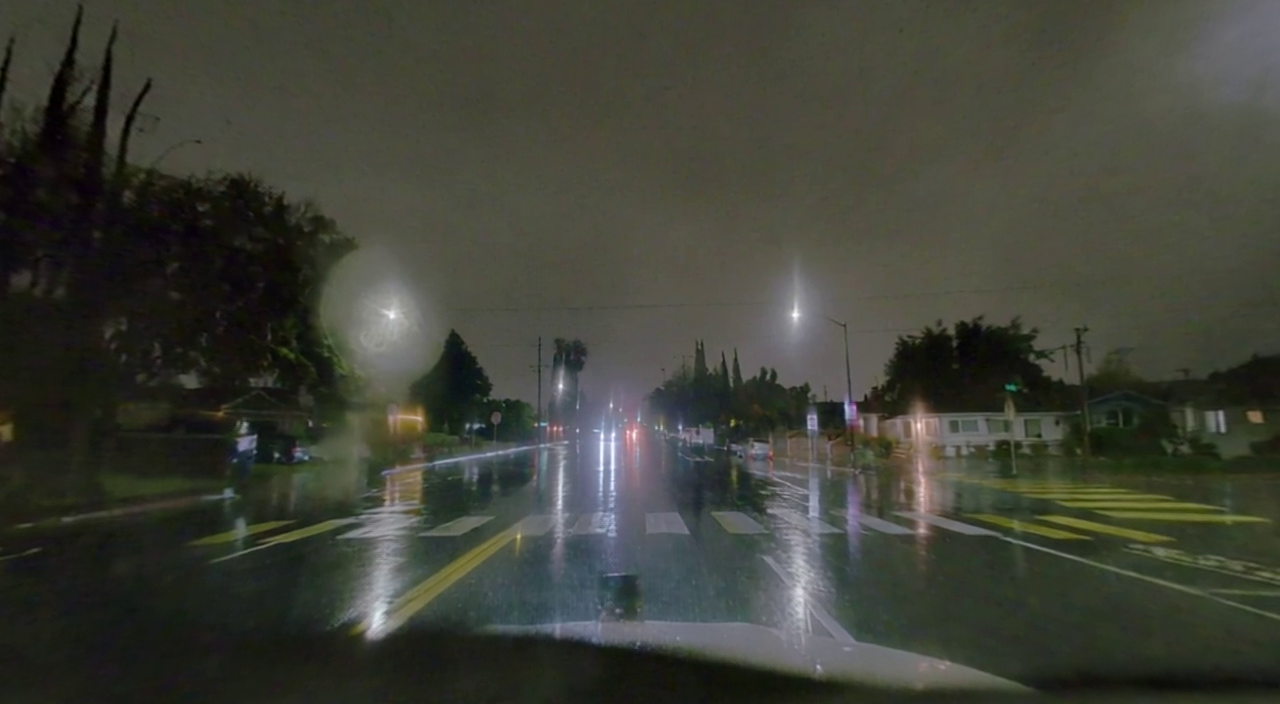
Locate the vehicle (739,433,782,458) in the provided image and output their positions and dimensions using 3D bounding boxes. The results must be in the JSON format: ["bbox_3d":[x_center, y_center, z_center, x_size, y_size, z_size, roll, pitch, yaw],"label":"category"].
[{"bbox_3d":[7.970,6.285,42.211,2.029,1.554,4.705,0,-9,1],"label":"vehicle"}]

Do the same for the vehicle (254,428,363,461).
[{"bbox_3d":[-17.972,5.055,34.427,4.743,1.734,1.994,0,-9,0],"label":"vehicle"}]

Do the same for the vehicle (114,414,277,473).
[{"bbox_3d":[-17.939,3.712,25.733,4.800,2.259,2.303,0,-9,-1],"label":"vehicle"}]
